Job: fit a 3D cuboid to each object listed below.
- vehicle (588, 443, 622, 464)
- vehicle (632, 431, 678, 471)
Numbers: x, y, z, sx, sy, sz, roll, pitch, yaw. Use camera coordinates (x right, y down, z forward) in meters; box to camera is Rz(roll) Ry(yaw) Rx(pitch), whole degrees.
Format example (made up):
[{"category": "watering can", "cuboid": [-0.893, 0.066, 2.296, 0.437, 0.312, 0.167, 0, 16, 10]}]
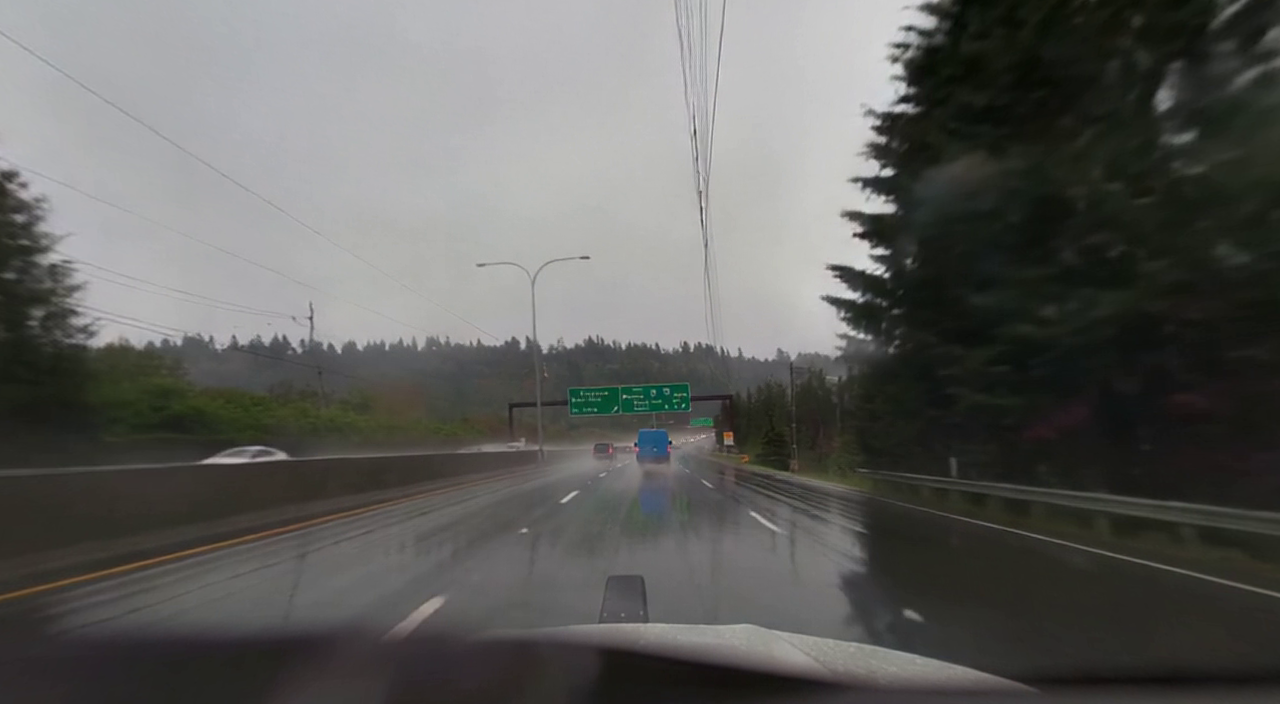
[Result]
[{"category": "vehicle", "cuboid": [-2.451, 7.335, 45.471, 1.996, 1.433, 4.316, 0, -9, 3]}, {"category": "vehicle", "cuboid": [0.815, 5.312, 33.769, 2.261, 1.969, 5.104, 0, -9, 2]}]
